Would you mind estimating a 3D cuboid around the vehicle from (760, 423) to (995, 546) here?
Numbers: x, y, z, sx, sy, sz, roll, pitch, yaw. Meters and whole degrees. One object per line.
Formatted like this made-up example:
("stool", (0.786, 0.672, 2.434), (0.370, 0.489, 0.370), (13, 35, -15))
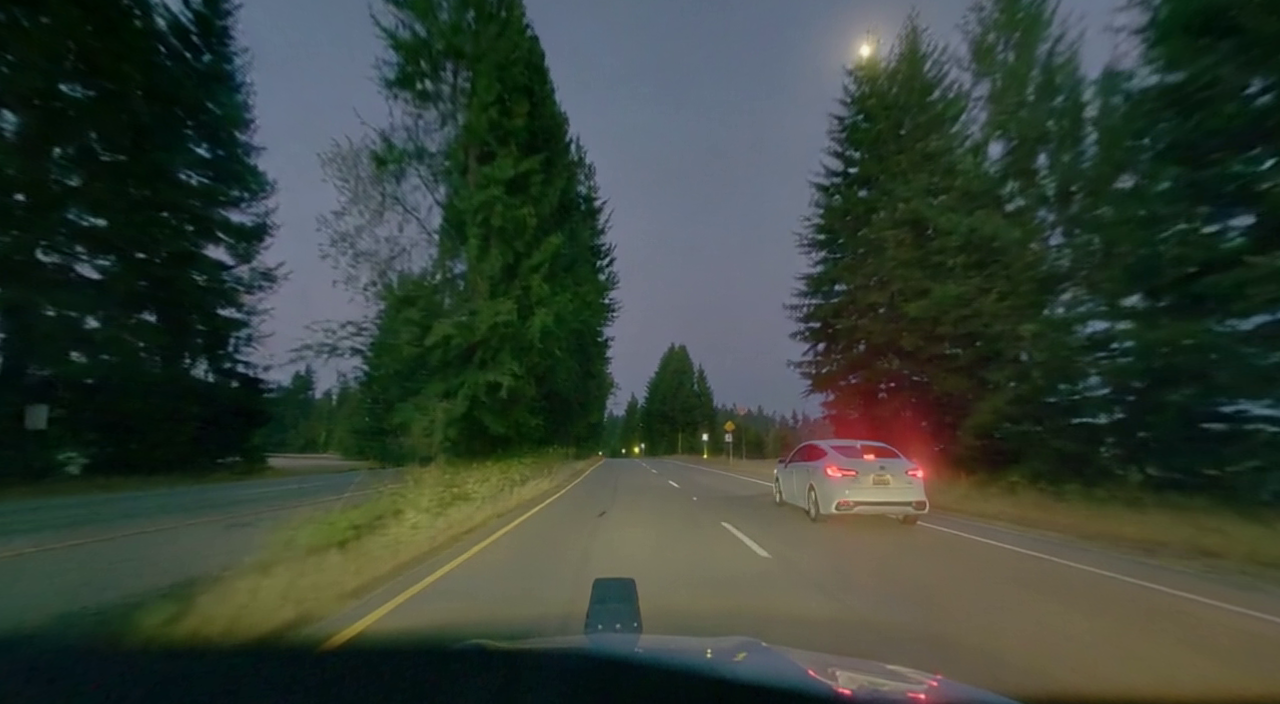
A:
("vehicle", (3.526, 2.071, 10.557), (2.060, 1.584, 4.592), (0, -9, -1))
